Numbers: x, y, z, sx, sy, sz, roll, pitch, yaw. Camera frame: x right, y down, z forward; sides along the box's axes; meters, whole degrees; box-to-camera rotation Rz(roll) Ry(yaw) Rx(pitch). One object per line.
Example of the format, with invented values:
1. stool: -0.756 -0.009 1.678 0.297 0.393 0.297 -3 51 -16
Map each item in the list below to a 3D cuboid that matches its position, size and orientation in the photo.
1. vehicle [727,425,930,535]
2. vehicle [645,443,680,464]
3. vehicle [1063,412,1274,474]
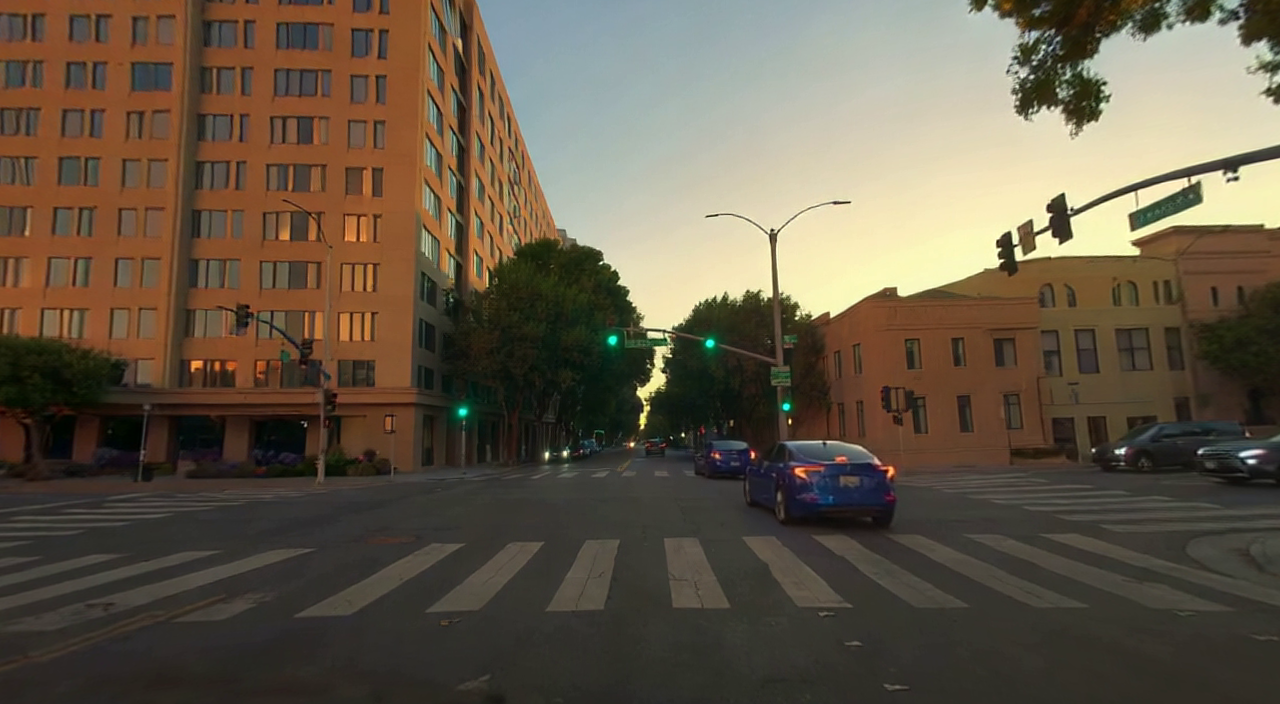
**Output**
1. vehicle: 2.875 2.066 10.809 2.039 1.470 4.355 0 -8 -1
2. vehicle: 1.513 7.125 44.532 2.040 1.421 4.550 0 -8 -3
3. vehicle: 16.910 2.938 20.407 4.802 1.860 2.146 0 -8 1
